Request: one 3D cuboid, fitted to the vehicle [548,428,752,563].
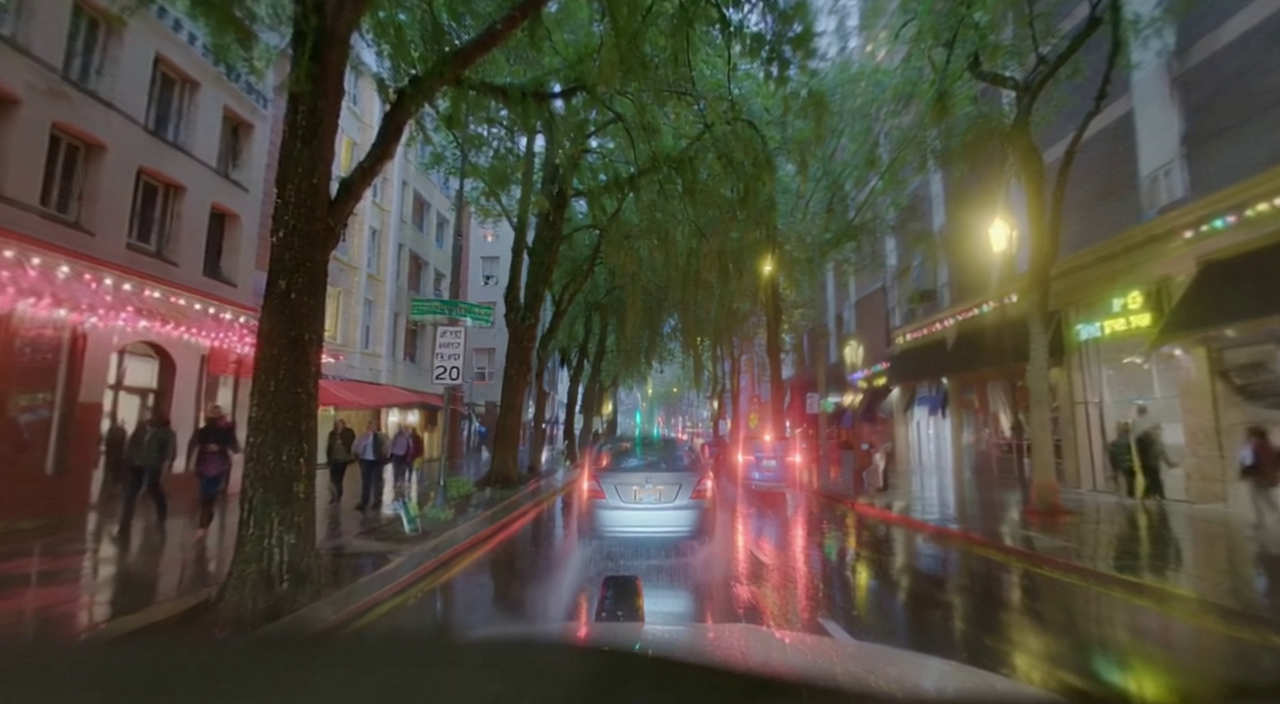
[{"bbox_3d":[0.076,1.903,9.128,2.261,1.474,4.130,0,-8,-1],"label":"vehicle"}]

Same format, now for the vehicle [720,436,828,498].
[{"bbox_3d":[3.621,3.188,17.953,2.025,1.523,4.426,0,-9,-1],"label":"vehicle"}]
